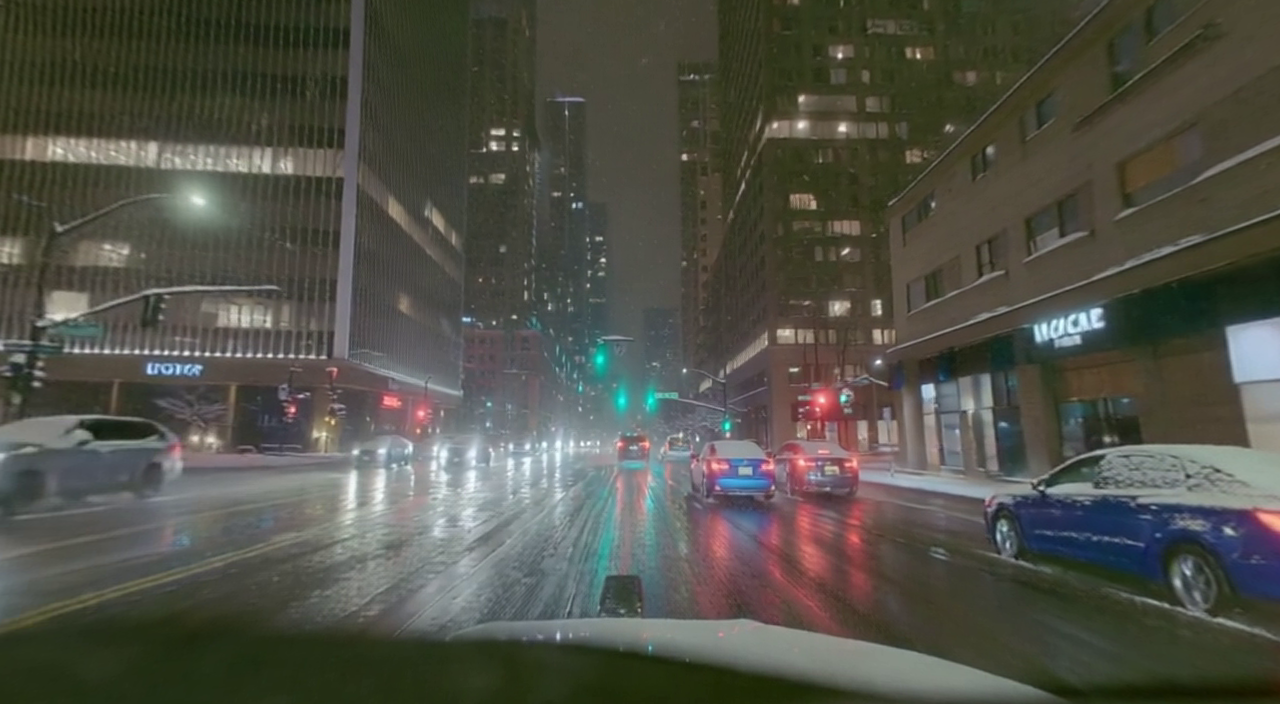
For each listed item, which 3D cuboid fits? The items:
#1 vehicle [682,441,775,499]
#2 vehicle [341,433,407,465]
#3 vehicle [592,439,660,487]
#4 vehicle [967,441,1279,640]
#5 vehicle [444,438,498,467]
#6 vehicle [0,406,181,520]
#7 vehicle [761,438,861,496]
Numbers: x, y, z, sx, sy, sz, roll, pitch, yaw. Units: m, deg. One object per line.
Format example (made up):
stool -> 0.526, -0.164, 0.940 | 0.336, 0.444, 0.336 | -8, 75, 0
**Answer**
vehicle -> 2.436, 3.389, 18.603 | 1.987, 1.484, 4.427 | 1, -9, -2
vehicle -> -15.523, 5.694, 37.139 | 1.932, 1.760, 4.422 | 0, -9, -1
vehicle -> -0.457, 3.746, 21.582 | 2.096, 1.457, 4.160 | 0, -9, -1
vehicle -> 5.746, 1.732, 6.771 | 1.914, 1.484, 4.639 | 1, -9, -1
vehicle -> -9.901, 5.927, 37.446 | 1.960, 1.568, 4.511 | 0, -9, 0
vehicle -> -12.720, 2.266, 13.184 | 2.152, 2.035, 5.504 | 0, -9, -1
vehicle -> 5.609, 3.820, 21.395 | 2.015, 1.745, 4.444 | 1, -9, -2
